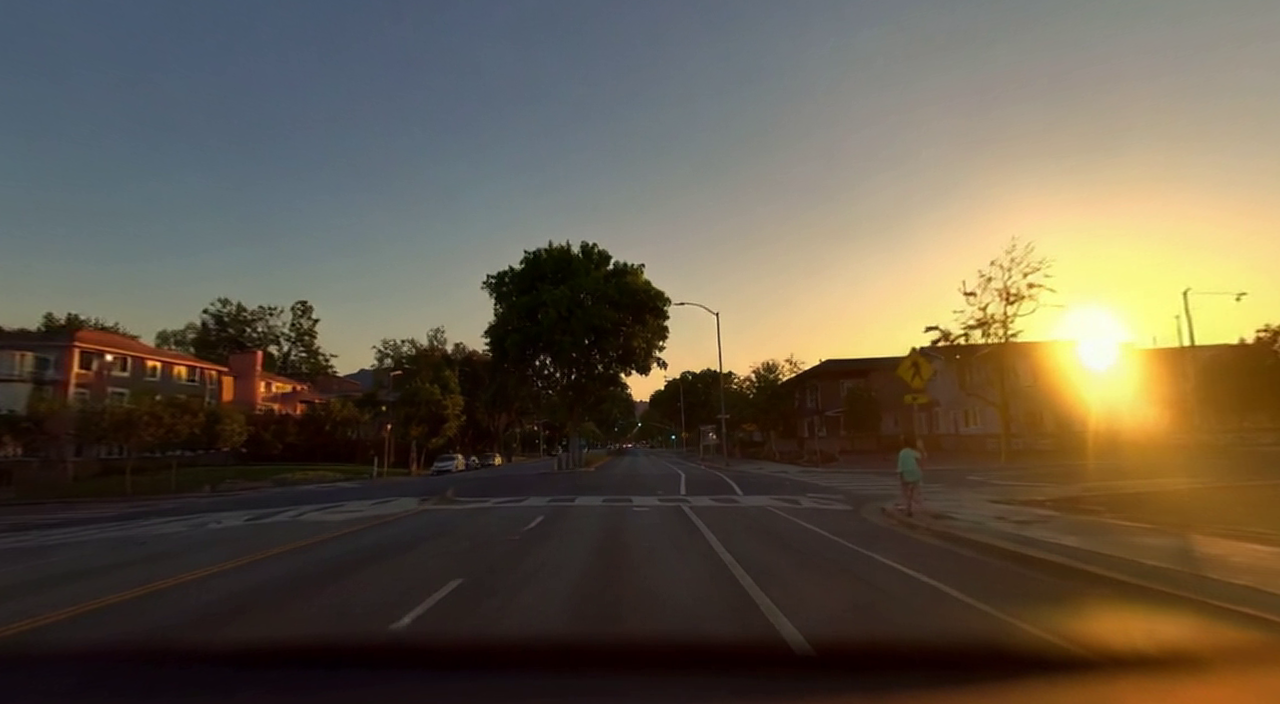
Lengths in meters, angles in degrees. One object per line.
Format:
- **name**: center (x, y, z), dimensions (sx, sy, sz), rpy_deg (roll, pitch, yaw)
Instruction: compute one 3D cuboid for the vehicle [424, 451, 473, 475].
- **vehicle**: center (-14.604, 8.532, 48.484), dimensions (2.085, 1.685, 4.523), rpy_deg (-1, -10, 3)
